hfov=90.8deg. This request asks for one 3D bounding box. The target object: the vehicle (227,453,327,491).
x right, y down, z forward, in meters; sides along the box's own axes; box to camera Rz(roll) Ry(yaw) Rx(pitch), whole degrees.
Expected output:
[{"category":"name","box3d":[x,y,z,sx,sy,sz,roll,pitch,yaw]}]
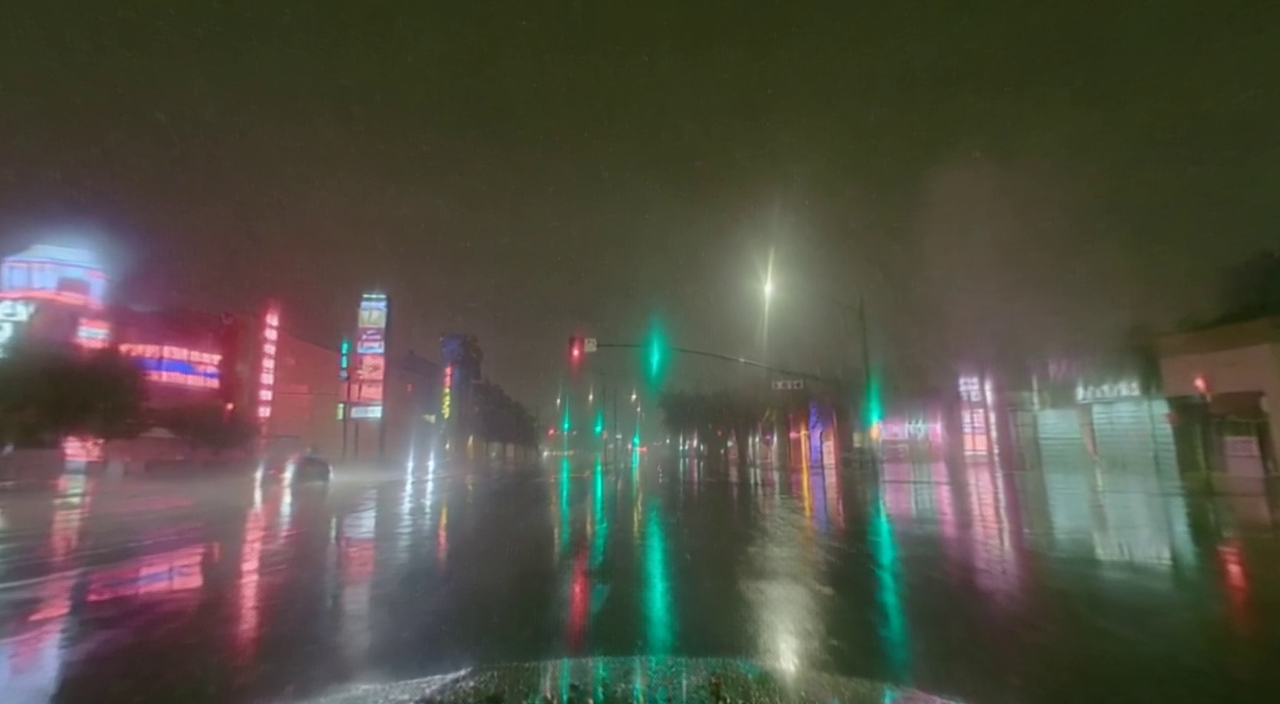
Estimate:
[{"category":"vehicle","box3d":[-16.634,5.490,29.247,1.924,1.557,4.357,0,-9,1]}]

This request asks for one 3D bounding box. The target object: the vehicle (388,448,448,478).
[{"category":"vehicle","box3d":[-12.985,6.480,37.181,1.892,1.639,4.311,0,-9,1]}]

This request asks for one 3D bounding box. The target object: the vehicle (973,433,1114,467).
[{"category":"vehicle","box3d":[20.881,5.098,32.917,5.587,1.689,2.605,0,-9,-3]}]
